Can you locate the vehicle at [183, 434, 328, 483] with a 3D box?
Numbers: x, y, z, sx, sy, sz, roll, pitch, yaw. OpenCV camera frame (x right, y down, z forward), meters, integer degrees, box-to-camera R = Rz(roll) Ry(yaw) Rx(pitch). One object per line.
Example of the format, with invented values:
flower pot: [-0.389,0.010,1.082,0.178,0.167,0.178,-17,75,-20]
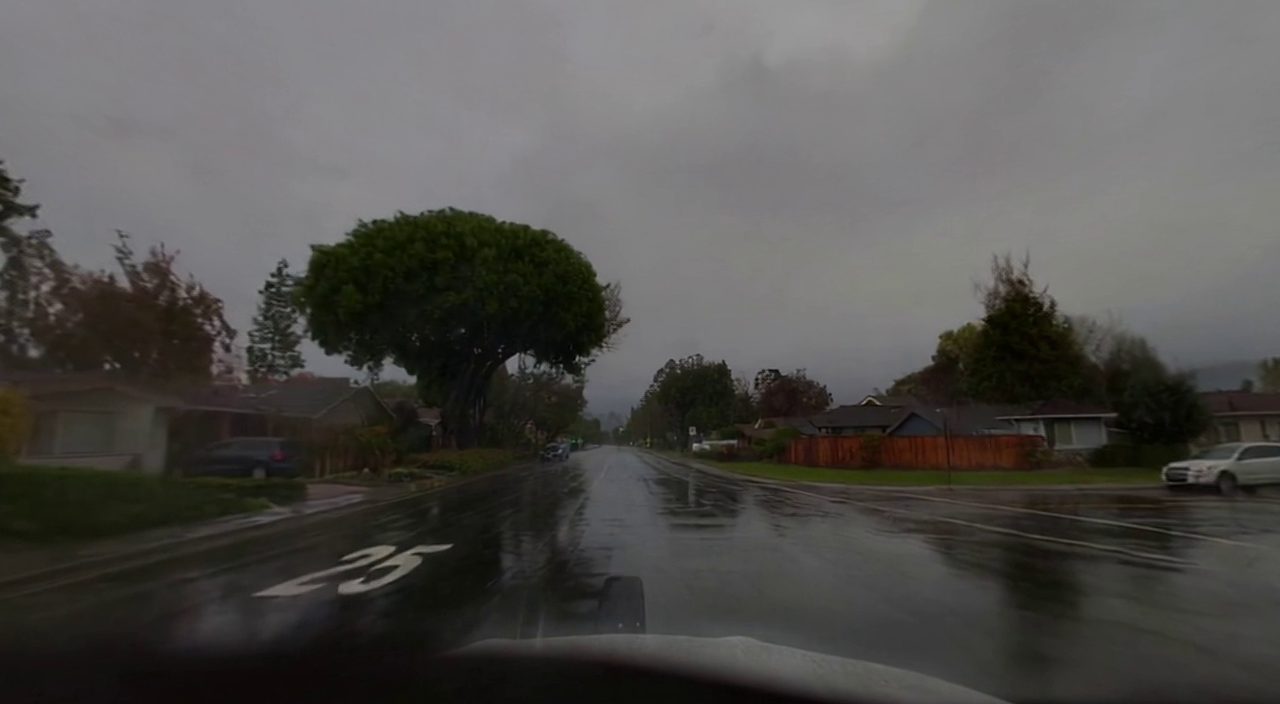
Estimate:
vehicle: [-13.694,3.825,22.671,3.921,1.629,1.832,0,-10,1]

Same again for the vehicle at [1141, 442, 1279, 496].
vehicle: [19.959,3.865,21.100,4.607,1.694,2.106,0,-9,-2]
